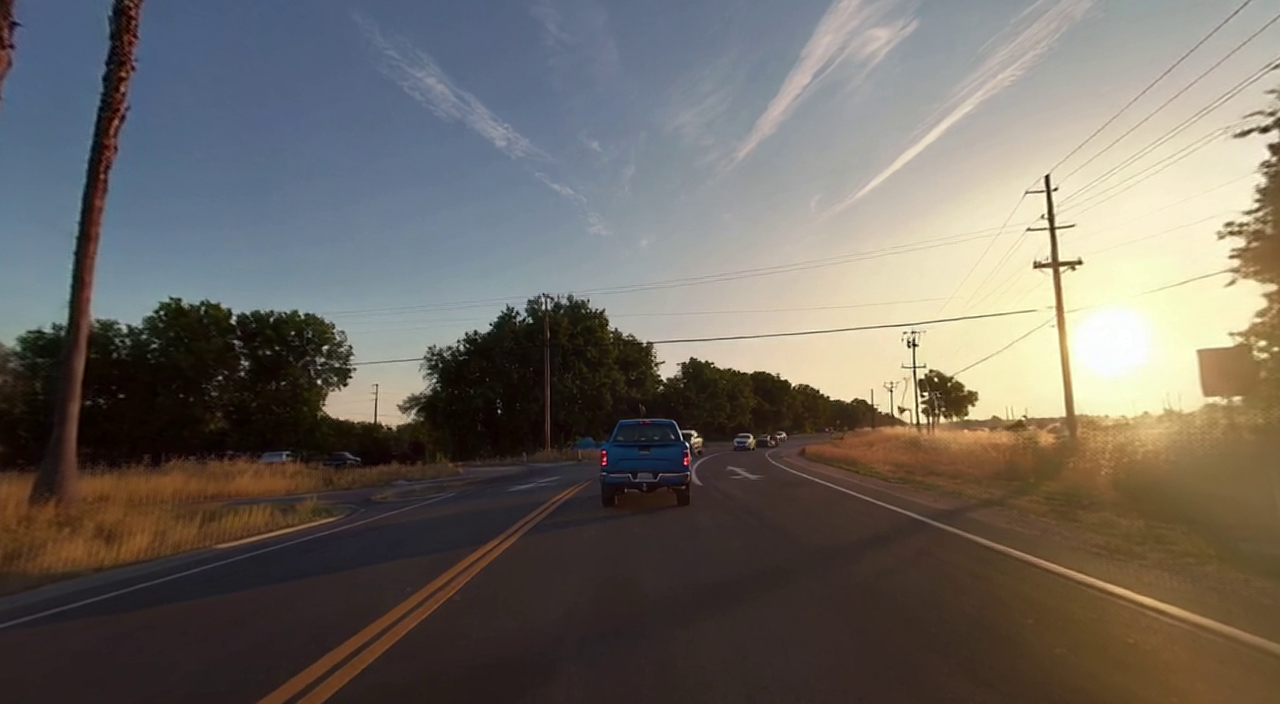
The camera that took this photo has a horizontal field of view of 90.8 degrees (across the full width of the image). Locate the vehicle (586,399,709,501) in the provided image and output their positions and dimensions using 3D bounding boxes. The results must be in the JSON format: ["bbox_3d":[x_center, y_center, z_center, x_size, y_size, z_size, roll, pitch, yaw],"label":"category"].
[{"bbox_3d":[0.242,2.599,16.933,2.693,2.223,5.885,0,-8,1],"label":"vehicle"}]
